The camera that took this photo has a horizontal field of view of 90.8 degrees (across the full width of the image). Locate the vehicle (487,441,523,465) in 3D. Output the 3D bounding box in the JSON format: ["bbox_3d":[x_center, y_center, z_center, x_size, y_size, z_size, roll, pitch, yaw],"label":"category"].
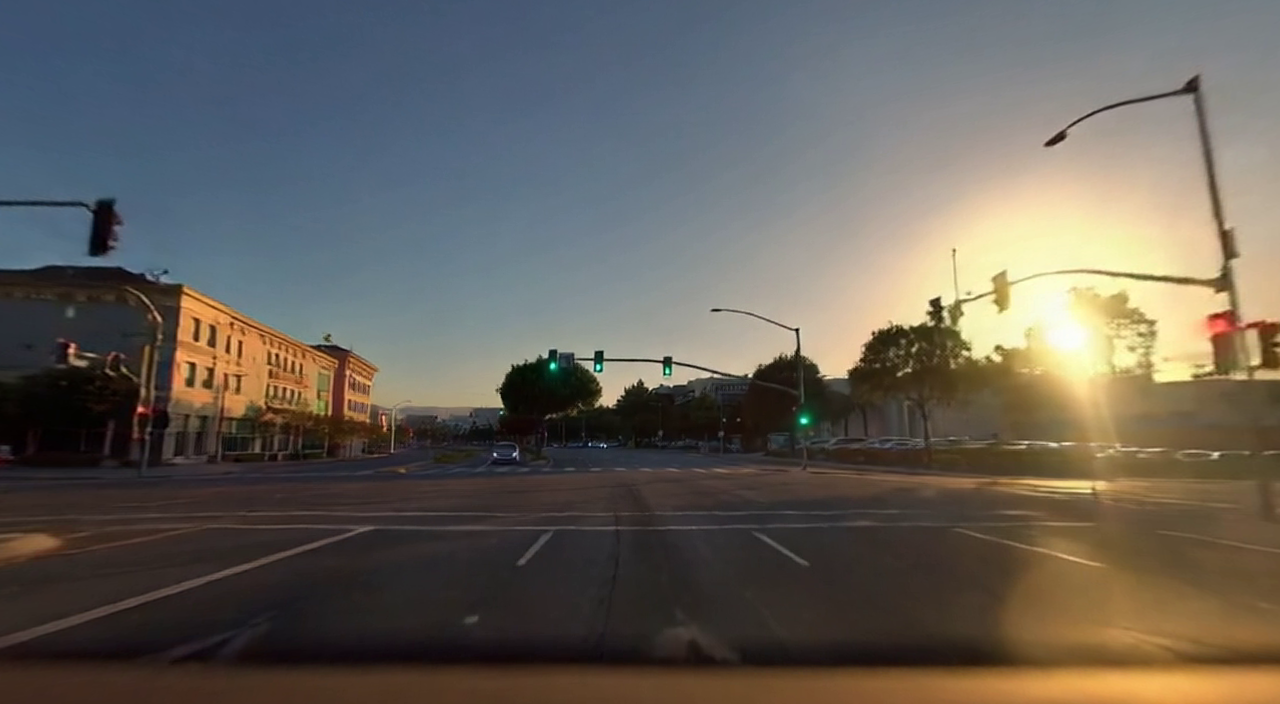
[{"bbox_3d":[-10.487,7.901,49.466,2.175,1.795,4.640,0,-8,-5],"label":"vehicle"}]
